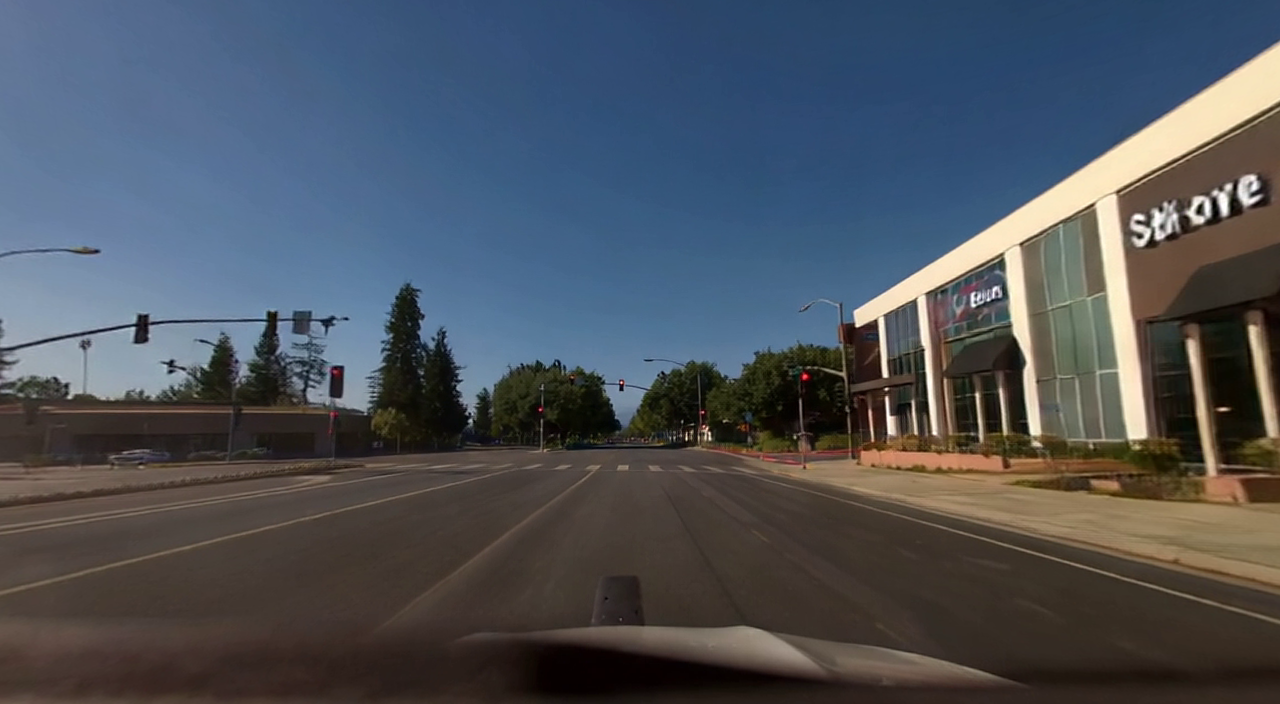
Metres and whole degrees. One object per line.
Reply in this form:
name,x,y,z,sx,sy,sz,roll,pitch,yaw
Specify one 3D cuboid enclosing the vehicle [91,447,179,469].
vehicle,-35.528,7.451,44.518,4.500,1.465,1.936,0,-8,1
